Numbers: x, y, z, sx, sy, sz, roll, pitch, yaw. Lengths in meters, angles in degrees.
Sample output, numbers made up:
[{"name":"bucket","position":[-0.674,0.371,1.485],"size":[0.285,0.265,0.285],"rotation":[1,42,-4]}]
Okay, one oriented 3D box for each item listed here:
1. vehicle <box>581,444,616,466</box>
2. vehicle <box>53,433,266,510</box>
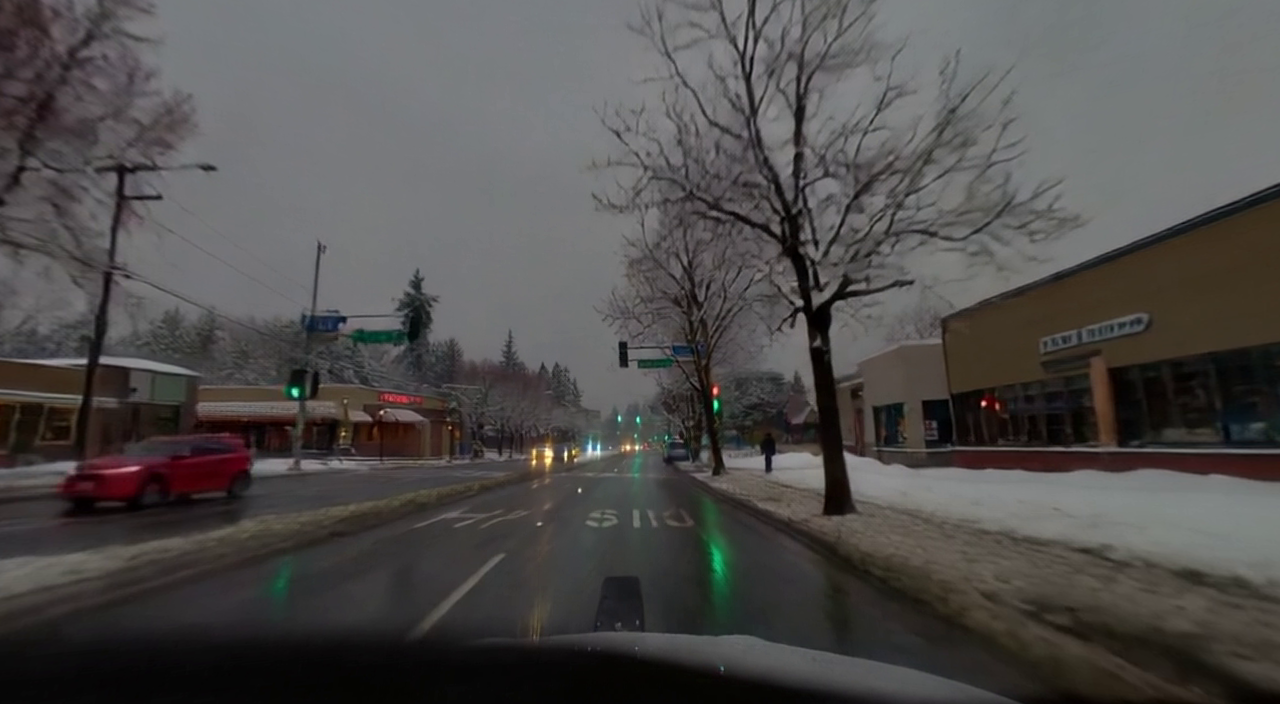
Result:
[{"name":"vehicle","position":[-2.908,7.330,45.147],"size":[2.122,1.469,4.388],"rotation":[0,-9,1]},{"name":"vehicle","position":[-10.819,2.701,14.657],"size":[1.873,1.532,3.777],"rotation":[0,-9,1]}]
